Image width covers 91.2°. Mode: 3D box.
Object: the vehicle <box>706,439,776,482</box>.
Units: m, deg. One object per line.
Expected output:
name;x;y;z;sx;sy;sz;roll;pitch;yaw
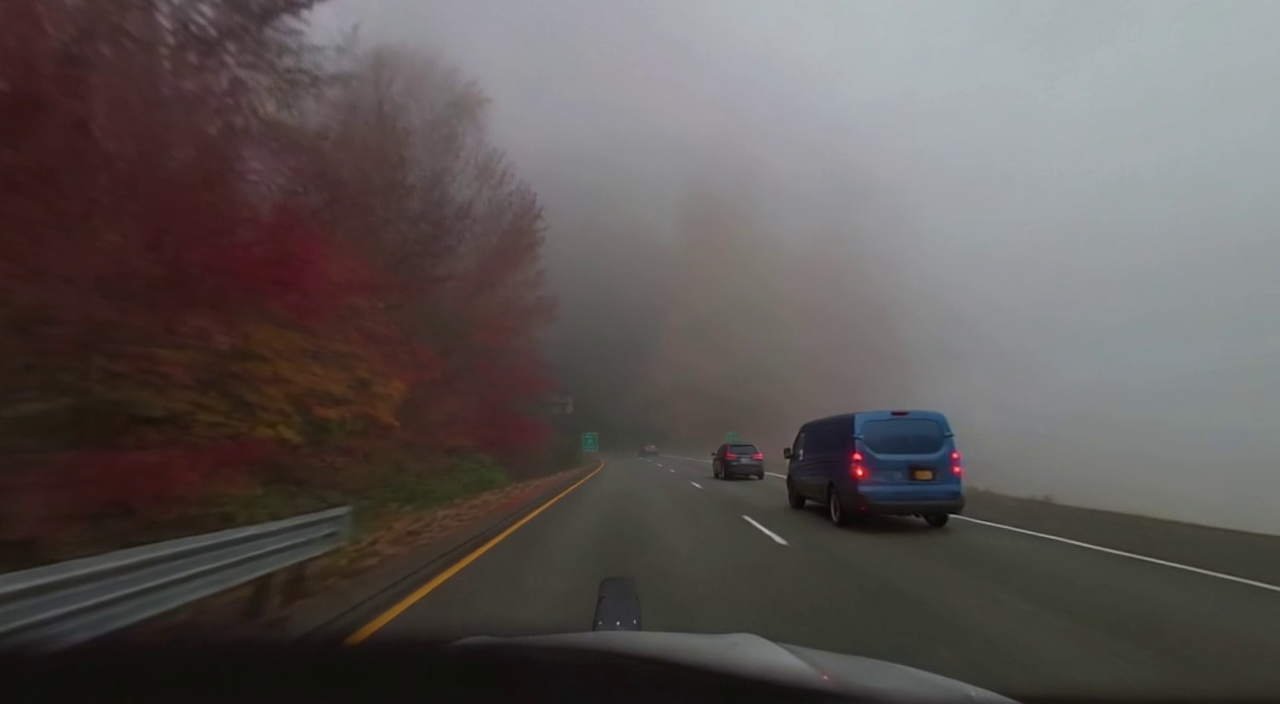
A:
vehicle;3.947;4.310;25.189;1.952;1.536;4.036;0;-9;-2

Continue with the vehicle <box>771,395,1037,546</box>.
vehicle;3.957;1.915;10.679;2.205;1.923;4.956;0;-9;-2
